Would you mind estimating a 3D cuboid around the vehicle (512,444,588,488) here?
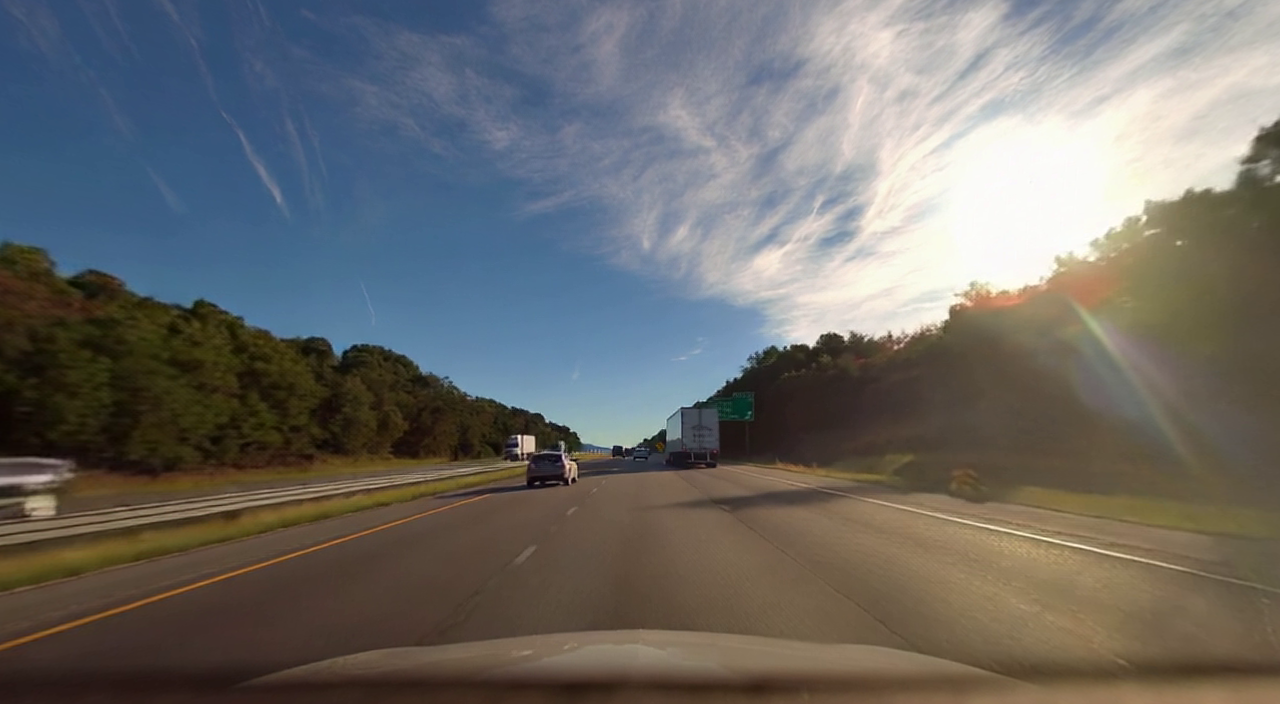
[{"bbox_3d":[-3.174,4.134,23.194,2.121,1.445,4.651,0,-9,0],"label":"vehicle"}]
